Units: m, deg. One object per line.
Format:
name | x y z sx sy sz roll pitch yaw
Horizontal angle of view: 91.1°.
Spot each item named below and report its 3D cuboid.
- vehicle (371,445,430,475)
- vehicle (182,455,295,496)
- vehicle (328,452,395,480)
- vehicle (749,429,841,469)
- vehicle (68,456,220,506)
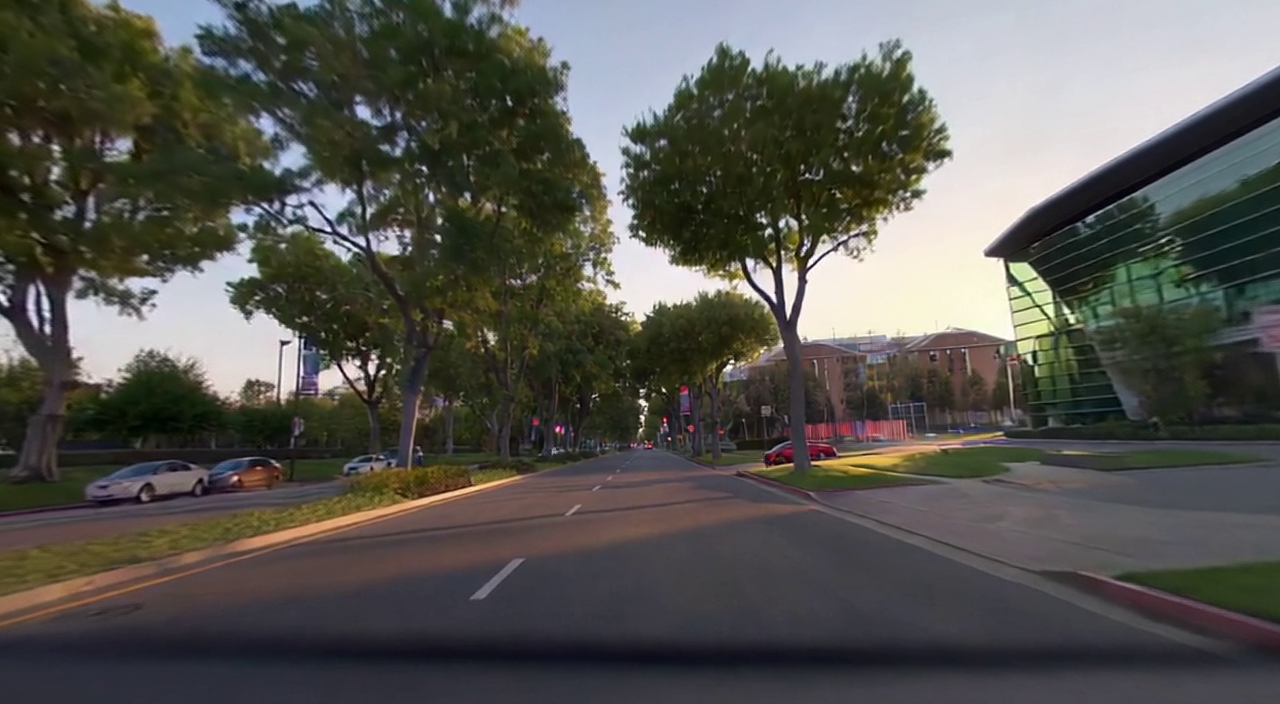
vehicle | -16.944 7.644 44.673 2.301 1.821 4.731 -4 -9 1
vehicle | -17.313 5.311 27.372 2.020 1.471 4.419 -3 -9 1
vehicle | -17.152 7.004 38.943 1.873 1.544 4.794 0 -9 1
vehicle | 9.199 5.817 37.627 4.716 1.672 2.330 -7 -9 -1
vehicle | -17.305 4.488 22.249 1.829 1.508 4.377 0 -9 -1
